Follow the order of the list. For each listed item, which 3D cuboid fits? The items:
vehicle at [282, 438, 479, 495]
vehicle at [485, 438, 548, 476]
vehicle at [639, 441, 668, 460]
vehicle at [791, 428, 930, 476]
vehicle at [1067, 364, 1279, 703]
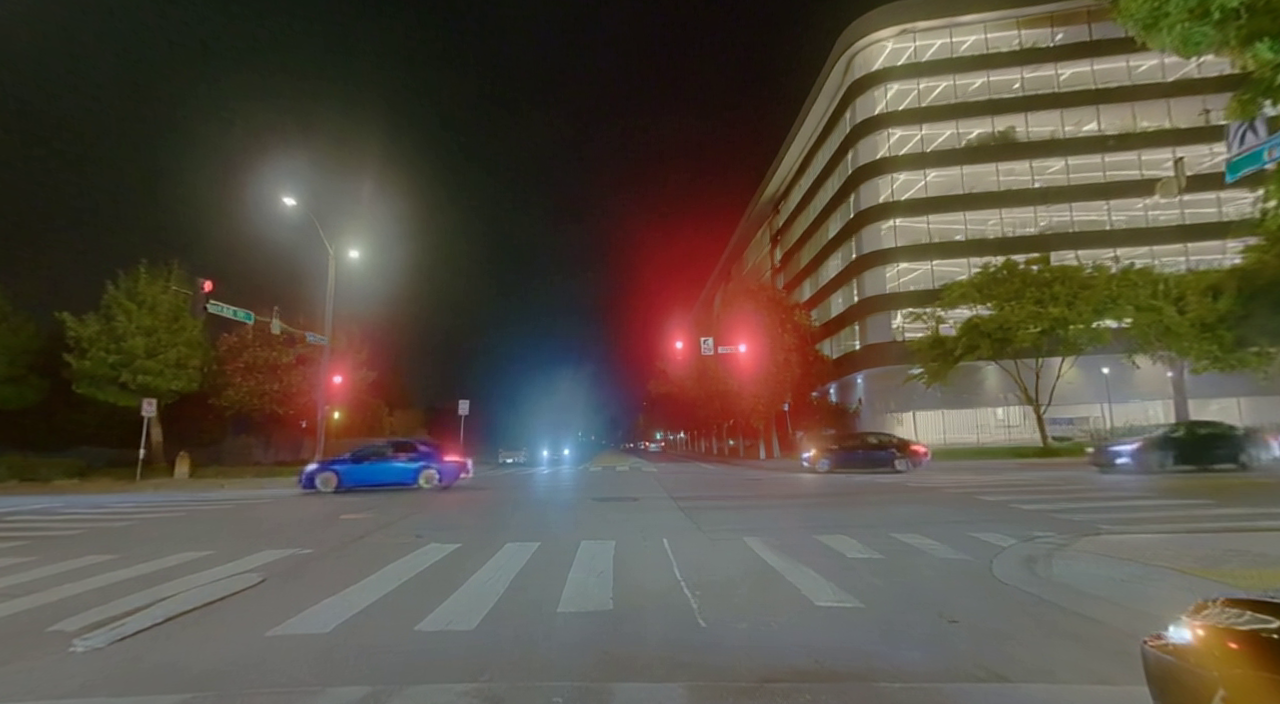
[{"bbox_3d":[-7.030,3.129,17.391,4.613,1.443,1.883,0,-8,0],"label":"vehicle"},{"bbox_3d":[-5.945,5.102,30.752,2.115,1.690,4.322,0,-8,1],"label":"vehicle"},{"bbox_3d":[1.033,7.757,49.657,2.031,1.442,4.446,0,-8,-2],"label":"vehicle"},{"bbox_3d":[8.239,3.744,23.548,4.551,1.625,2.053,-5,-10,29],"label":"vehicle"},{"bbox_3d":[2.889,0.675,0.838,1.947,1.576,3.825,0,-8,1],"label":"vehicle"}]
